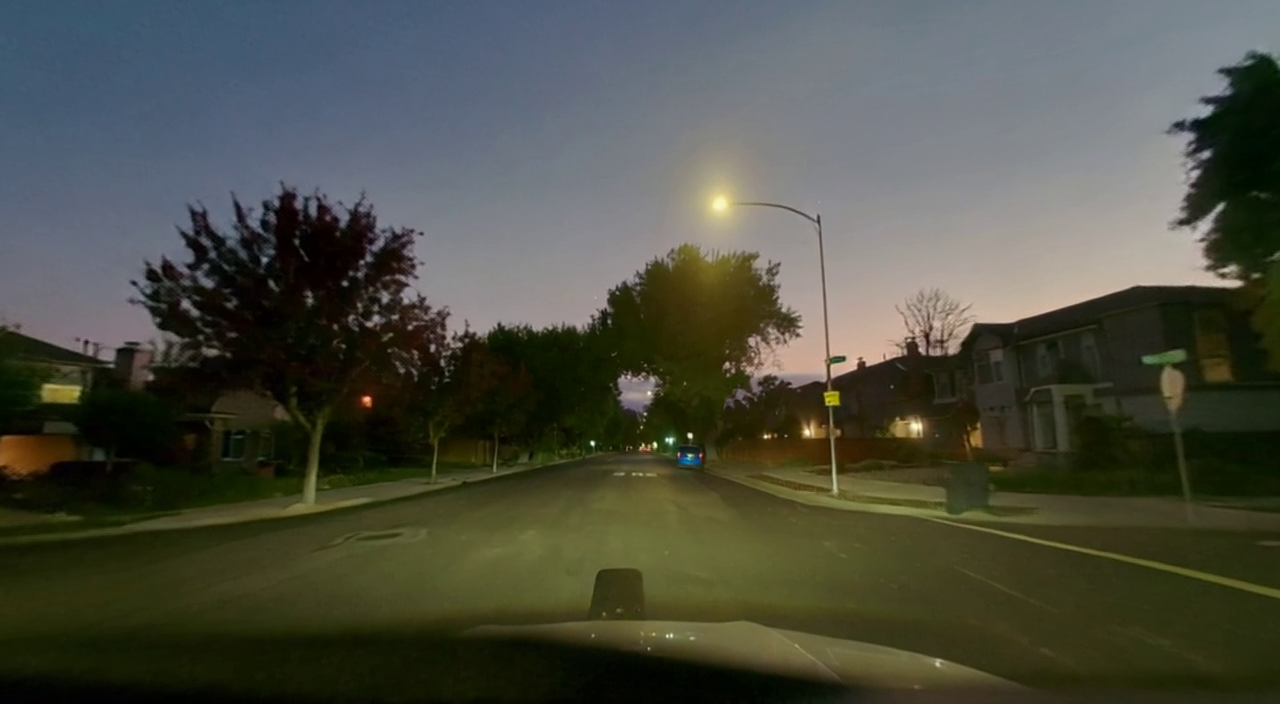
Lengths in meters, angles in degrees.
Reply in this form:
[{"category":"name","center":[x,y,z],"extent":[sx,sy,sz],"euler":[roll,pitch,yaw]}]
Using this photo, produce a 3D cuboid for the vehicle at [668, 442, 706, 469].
[{"category":"vehicle","center":[3.012,6.727,41.081],"extent":[2.114,1.633,4.042],"euler":[0,-9,0]}]
